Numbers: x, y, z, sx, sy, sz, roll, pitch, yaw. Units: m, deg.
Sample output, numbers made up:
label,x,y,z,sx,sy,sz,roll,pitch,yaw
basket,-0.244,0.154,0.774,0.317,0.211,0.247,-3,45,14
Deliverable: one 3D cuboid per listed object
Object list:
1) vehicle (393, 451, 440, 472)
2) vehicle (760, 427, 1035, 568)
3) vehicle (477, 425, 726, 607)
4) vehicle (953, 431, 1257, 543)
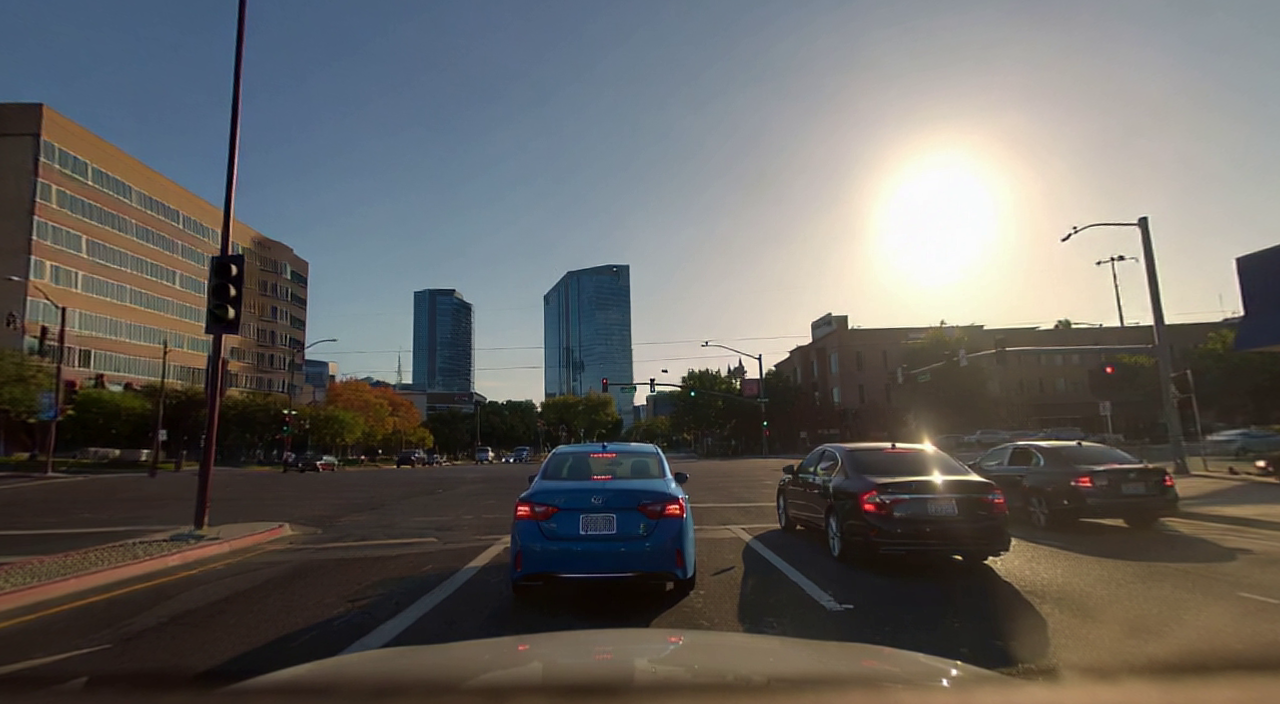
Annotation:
label,x,y,z,sx,sy,sz,roll,pitch,yaw
vehicle,-17.142,8.365,48.550,2.048,1.463,4.530,0,-8,-1
vehicle,3.214,1.888,8.973,2.042,1.508,4.109,0,-8,-2
vehicle,-0.369,1.653,7.291,2.059,1.477,3.988,0,-8,-1
vehicle,7.443,2.164,10.790,1.908,1.517,4.182,0,-8,-1
